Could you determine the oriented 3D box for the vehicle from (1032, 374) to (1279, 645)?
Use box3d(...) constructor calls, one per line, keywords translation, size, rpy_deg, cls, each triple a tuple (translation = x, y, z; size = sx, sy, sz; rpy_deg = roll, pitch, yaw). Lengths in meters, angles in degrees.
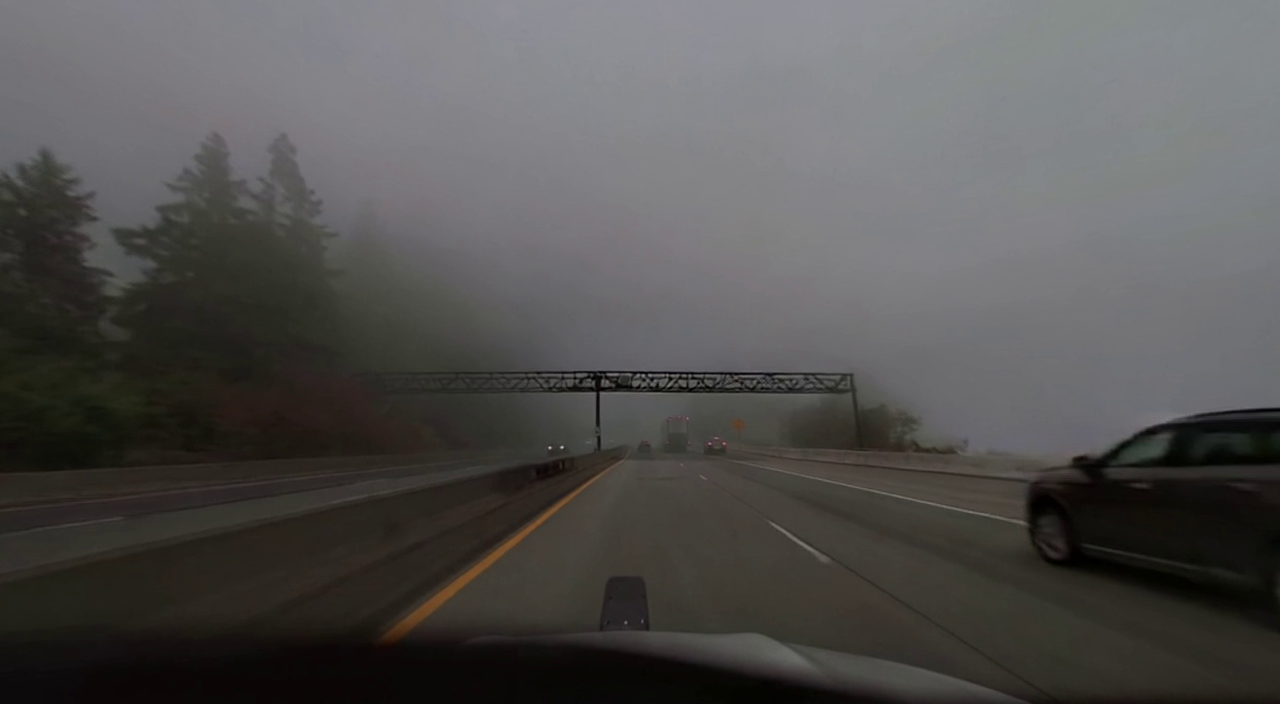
box3d(translation=(4.677, 0.932, 3.767), size=(1.954, 1.550, 4.140), rpy_deg=(0, -8, 0), cls="vehicle")
